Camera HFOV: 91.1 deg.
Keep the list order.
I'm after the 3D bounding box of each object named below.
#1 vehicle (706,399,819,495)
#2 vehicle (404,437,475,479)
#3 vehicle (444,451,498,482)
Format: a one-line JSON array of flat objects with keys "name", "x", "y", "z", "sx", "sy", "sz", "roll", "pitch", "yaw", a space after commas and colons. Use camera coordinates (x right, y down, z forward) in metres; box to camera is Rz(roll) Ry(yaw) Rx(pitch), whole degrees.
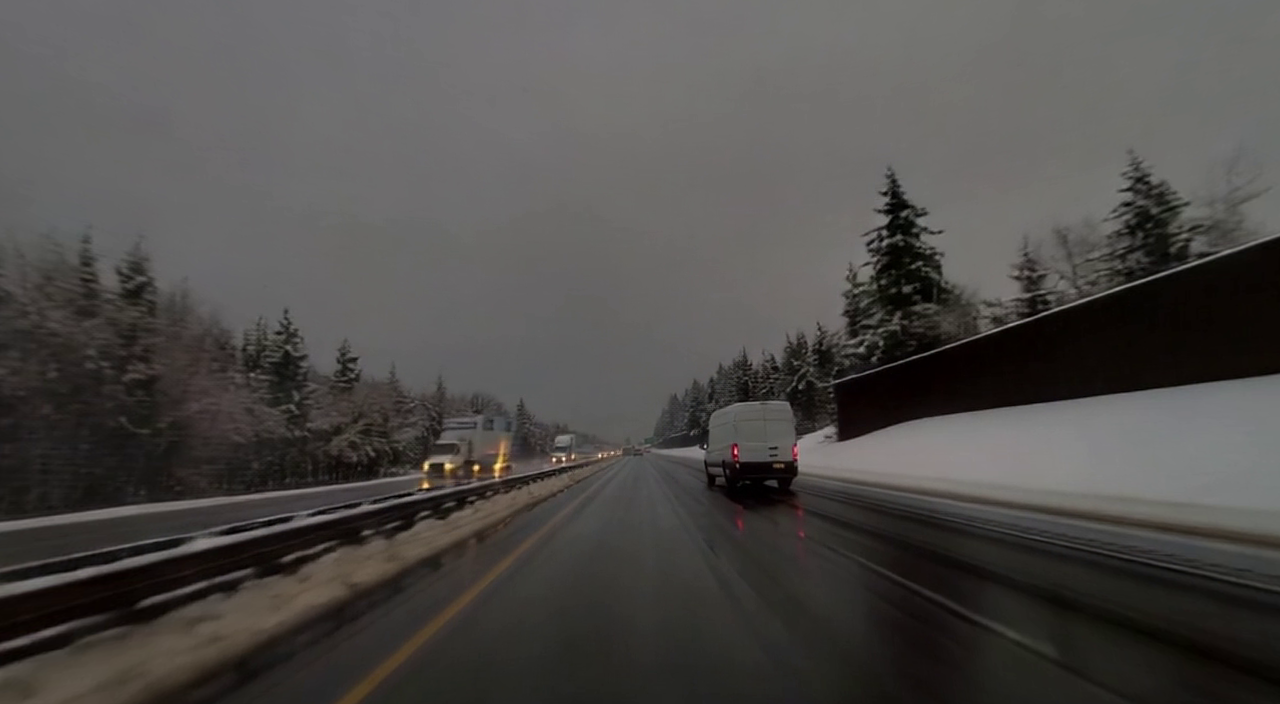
[{"name": "vehicle", "x": 3.974, "y": 3.334, "z": 22.039, "sx": 2.449, "sy": 2.805, "sz": 6.763, "roll": 0, "pitch": -9, "yaw": -1}, {"name": "vehicle", "x": -12.936, "y": 6.904, "z": 41.180, "sx": 2.601, "sy": 2.464, "sz": 6.400, "roll": 0, "pitch": -9, "yaw": -1}, {"name": "vehicle", "x": -8.813, "y": 5.980, "z": 33.033, "sx": 1.816, "sy": 1.460, "sz": 3.681, "roll": 0, "pitch": -9, "yaw": 0}]
